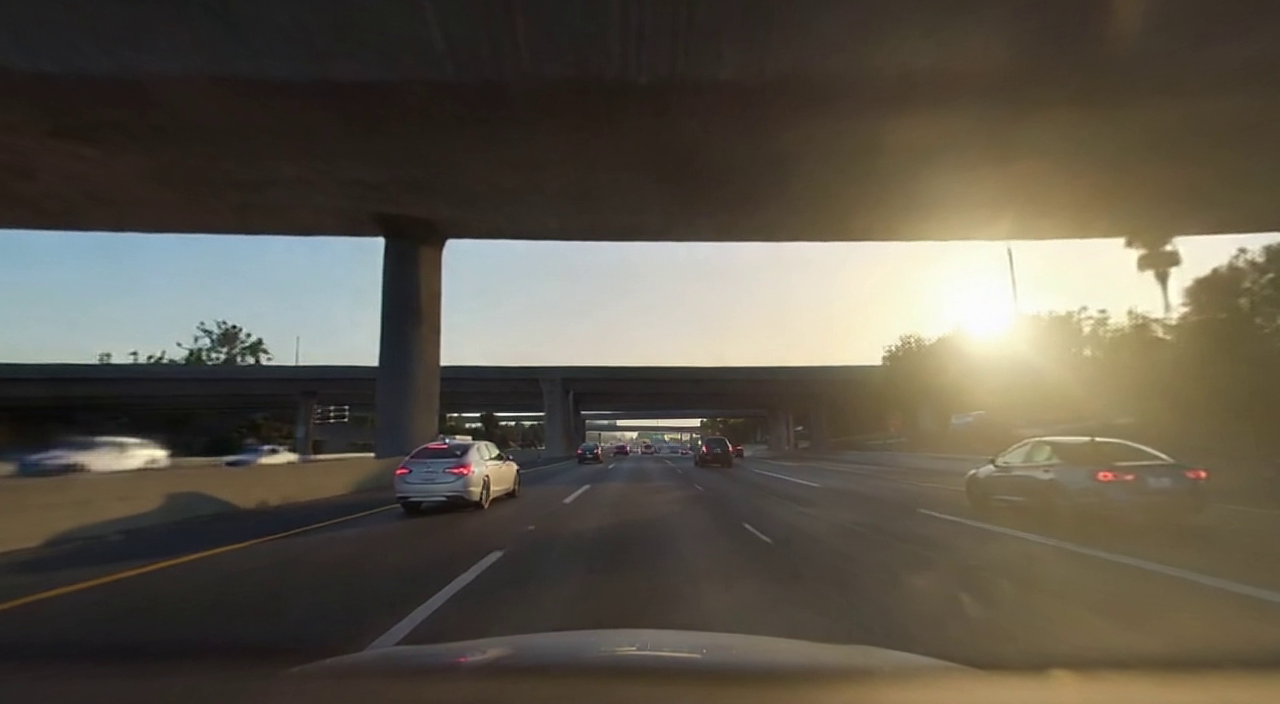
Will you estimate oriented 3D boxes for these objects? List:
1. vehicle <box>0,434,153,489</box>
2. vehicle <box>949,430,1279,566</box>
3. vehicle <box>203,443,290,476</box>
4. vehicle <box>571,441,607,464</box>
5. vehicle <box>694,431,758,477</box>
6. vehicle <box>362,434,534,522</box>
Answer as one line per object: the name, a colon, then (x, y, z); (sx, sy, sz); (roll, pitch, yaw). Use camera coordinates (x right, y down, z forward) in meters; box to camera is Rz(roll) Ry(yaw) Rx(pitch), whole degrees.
vehicle: (-23.819, 4.444, 26.152); (2.403, 1.981, 6.428); (0, -8, -3)
vehicle: (6.542, 1.929, 9.128); (1.989, 1.472, 4.322); (0, -8, 1)
vehicle: (-20.043, 5.481, 32.406); (1.857, 1.535, 4.382); (0, -9, -4)
vehicle: (-3.505, 6.974, 43.911); (2.047, 1.464, 4.387); (0, -8, 1)
vehicle: (3.538, 4.307, 26.855); (2.072, 1.761, 4.242); (0, -8, -1)
vehicle: (-3.651, 2.489, 13.102); (1.997, 1.476, 4.703); (0, -8, 1)
